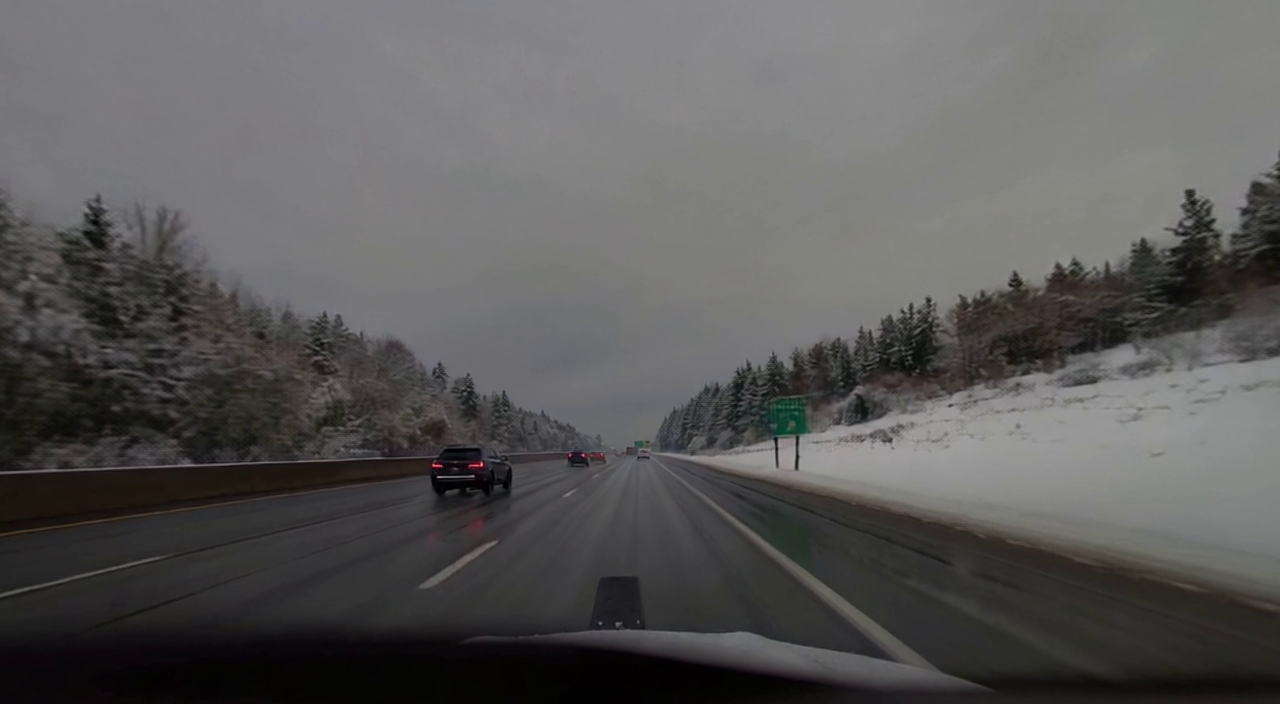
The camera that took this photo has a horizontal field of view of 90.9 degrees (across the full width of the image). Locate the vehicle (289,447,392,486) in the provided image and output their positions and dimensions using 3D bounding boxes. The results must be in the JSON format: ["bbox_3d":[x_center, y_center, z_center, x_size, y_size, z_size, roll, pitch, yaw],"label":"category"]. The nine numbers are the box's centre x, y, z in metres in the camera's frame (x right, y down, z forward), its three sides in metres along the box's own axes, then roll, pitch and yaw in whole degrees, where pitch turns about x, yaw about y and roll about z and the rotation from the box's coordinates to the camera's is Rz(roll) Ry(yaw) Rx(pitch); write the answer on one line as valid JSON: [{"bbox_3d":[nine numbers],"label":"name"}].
[{"bbox_3d":[-13.470,5.161,28.817,2.009,1.590,5.425,0,-9,0],"label":"vehicle"}]

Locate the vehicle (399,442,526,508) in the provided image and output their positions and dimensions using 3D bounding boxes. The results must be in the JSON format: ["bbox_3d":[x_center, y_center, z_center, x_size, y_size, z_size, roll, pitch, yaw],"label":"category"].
[{"bbox_3d":[-4.503,3.190,16.816,1.975,1.501,4.603,0,-9,1],"label":"vehicle"}]

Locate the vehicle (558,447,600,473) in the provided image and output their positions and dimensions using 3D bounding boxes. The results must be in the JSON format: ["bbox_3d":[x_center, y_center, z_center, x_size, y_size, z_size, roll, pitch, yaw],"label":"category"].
[{"bbox_3d":[-3.537,6.355,37.223,2.005,1.474,3.921,0,-9,1],"label":"vehicle"}]
